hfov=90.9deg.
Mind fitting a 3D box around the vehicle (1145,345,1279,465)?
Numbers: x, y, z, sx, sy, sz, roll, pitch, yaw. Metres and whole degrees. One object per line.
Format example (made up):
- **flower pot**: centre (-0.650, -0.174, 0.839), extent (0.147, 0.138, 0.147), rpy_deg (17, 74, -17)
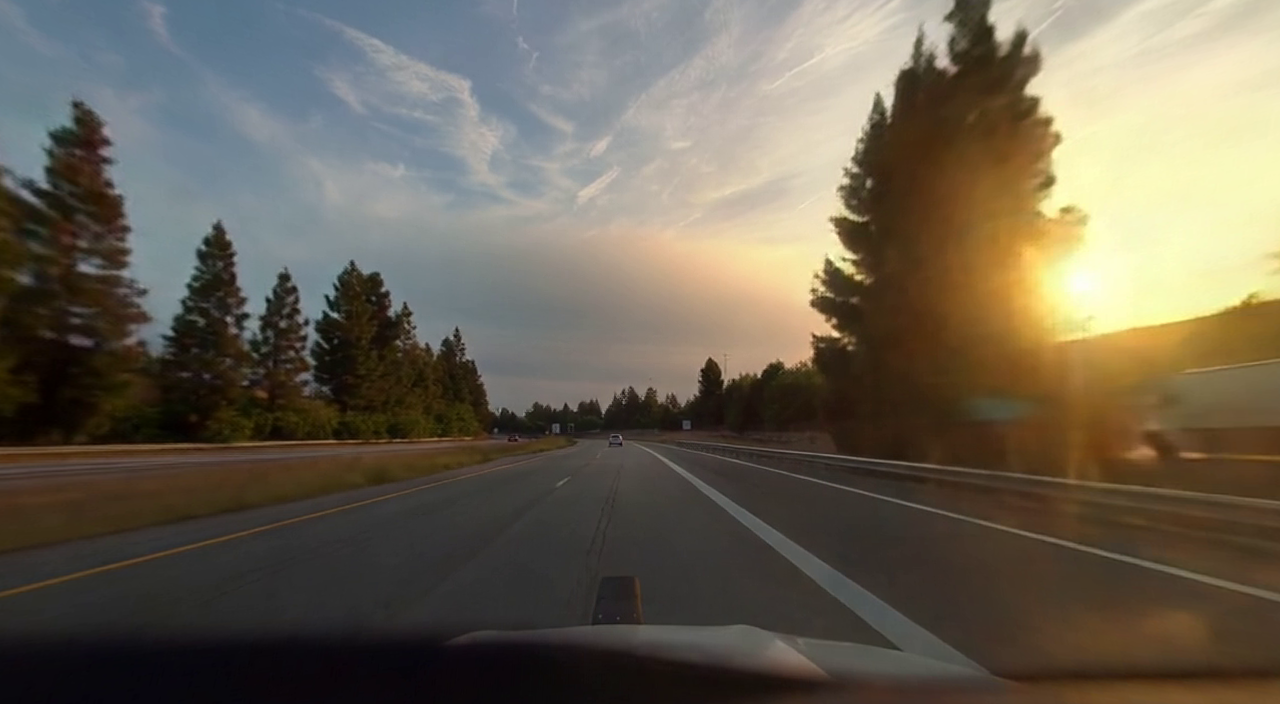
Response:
- **vehicle**: centre (20.244, 1.586, 18.446), extent (3.983, 3.410, 8.148), rpy_deg (1, -7, -2)
